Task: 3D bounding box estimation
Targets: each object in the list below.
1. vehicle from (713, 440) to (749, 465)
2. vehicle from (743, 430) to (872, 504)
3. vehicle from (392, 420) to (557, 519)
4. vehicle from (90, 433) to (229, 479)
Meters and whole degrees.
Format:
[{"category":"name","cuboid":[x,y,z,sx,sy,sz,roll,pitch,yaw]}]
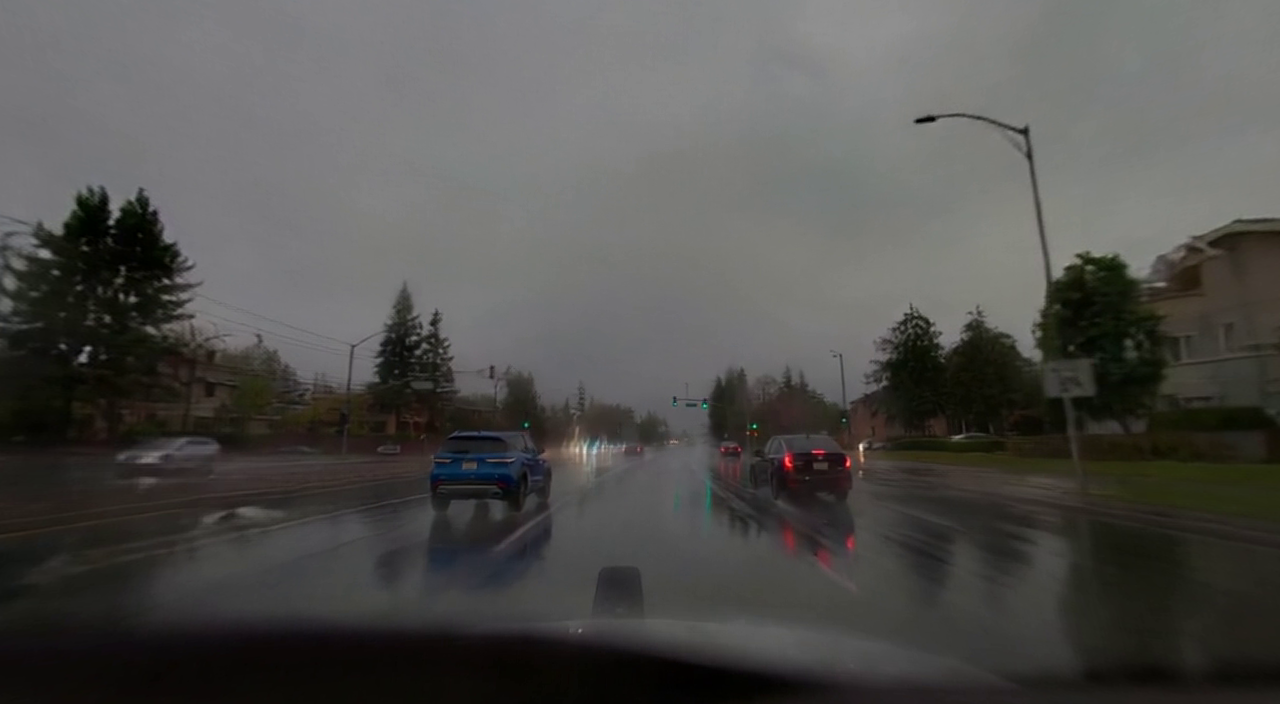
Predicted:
[{"category":"vehicle","cuboid":[6.388,7.137,44.882,2.169,1.669,4.037,-1,-8,3]},{"category":"vehicle","cuboid":[4.158,2.932,16.538,2.132,1.659,4.387,0,-8,0]},{"category":"vehicle","cuboid":[-3.175,2.374,13.287,2.045,1.688,4.632,-1,-8,2]},{"category":"vehicle","cuboid":[-18.963,4.113,25.251,1.914,1.669,4.429,-1,-8,3]}]
